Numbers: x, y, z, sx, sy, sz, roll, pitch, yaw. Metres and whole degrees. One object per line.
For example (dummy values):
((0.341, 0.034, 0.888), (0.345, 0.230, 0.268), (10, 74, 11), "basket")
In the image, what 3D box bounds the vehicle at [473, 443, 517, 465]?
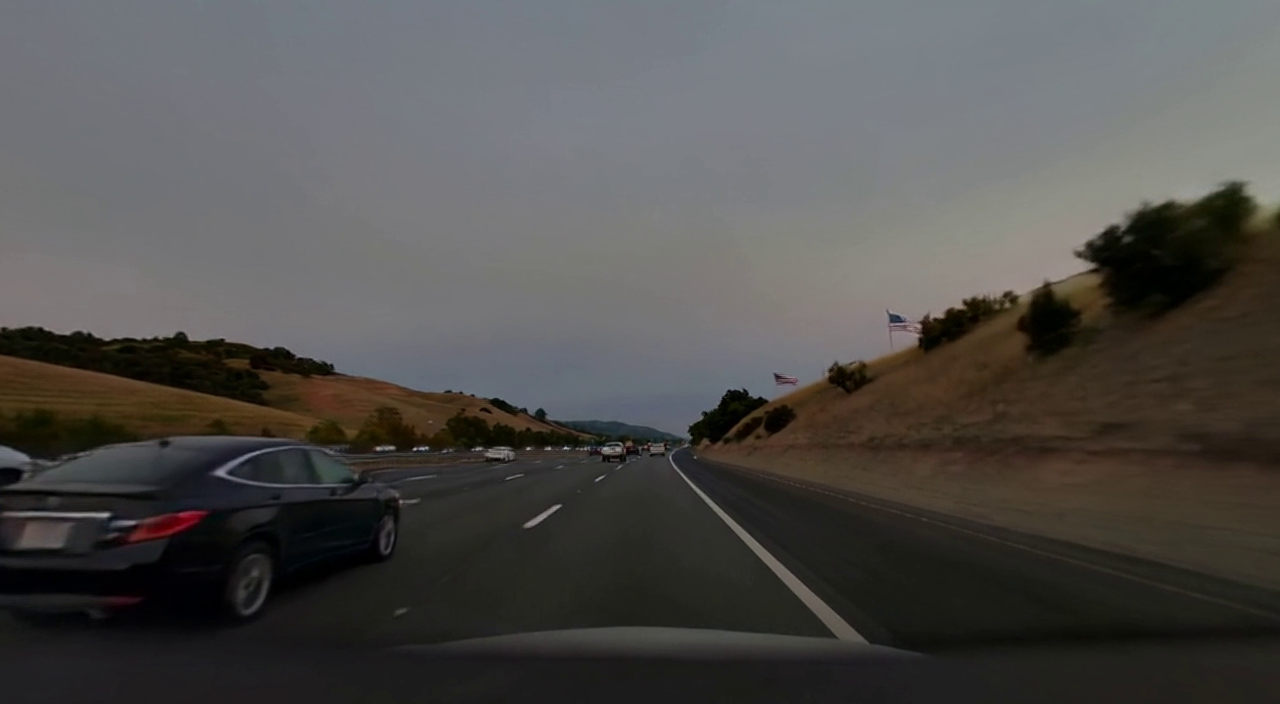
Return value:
((-10.228, 7.202, 44.792), (1.927, 1.454, 4.395), (-1, -8, 3), "vehicle")

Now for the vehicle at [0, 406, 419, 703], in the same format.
((-3.477, 1.301, 4.991), (1.896, 1.491, 4.146), (0, -8, 1), "vehicle")
